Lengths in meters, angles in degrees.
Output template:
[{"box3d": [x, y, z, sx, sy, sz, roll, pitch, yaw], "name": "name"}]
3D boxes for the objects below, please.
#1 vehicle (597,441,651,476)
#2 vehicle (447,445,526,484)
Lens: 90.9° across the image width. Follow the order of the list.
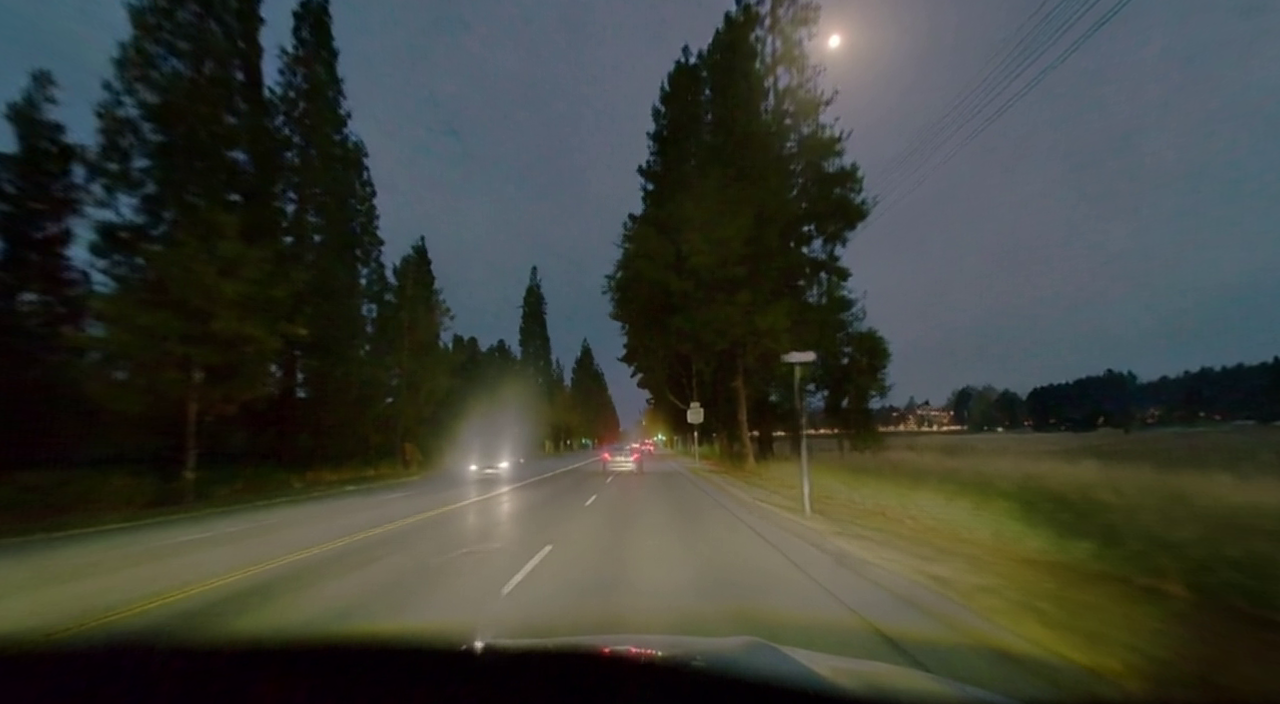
[{"box3d": [-0.643, 4.832, 28.920, 2.153, 1.461, 4.374, -1, -9, 3], "name": "vehicle"}, {"box3d": [-6.373, 4.703, 26.753, 2.142, 1.436, 4.612, -2, -9, 1], "name": "vehicle"}]
